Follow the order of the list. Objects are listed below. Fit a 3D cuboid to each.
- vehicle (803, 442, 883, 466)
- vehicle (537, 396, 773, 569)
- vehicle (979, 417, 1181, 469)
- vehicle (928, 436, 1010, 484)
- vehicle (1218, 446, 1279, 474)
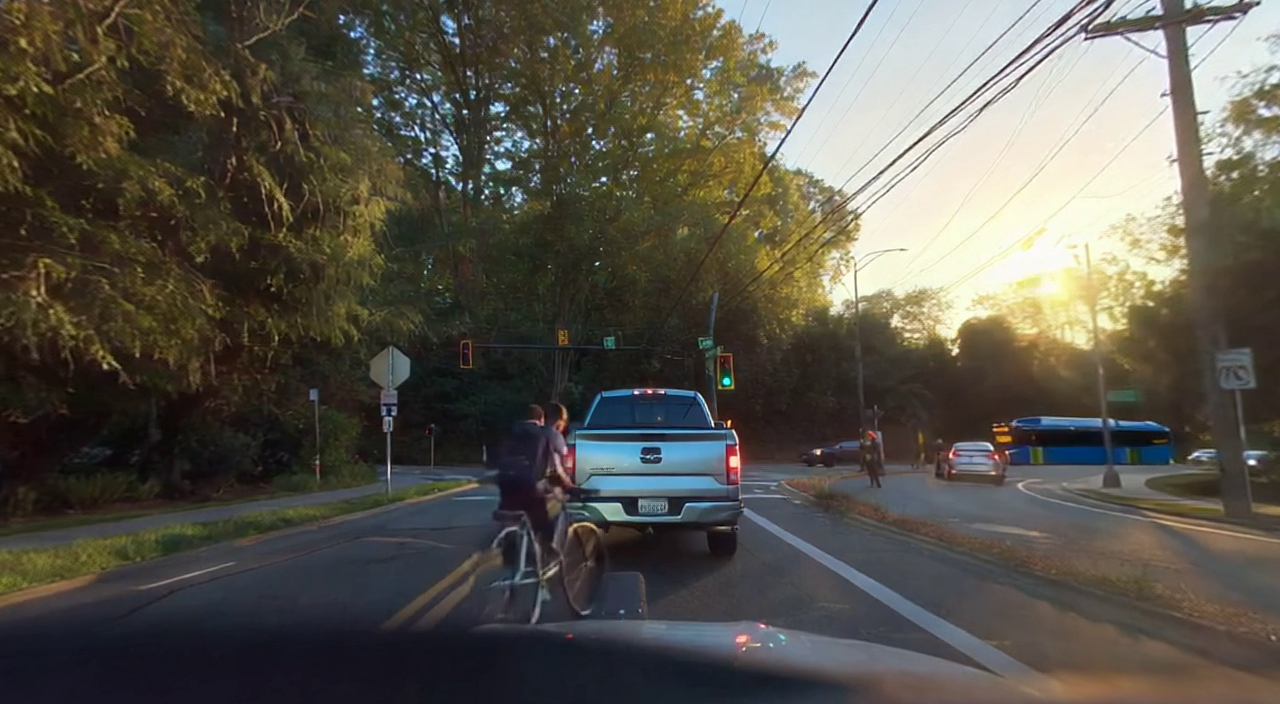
[{"bbox_3d":[13.202,6.668,41.324,4.578,1.490,1.935,-1,-8,1],"label":"vehicle"},{"bbox_3d":[0.126,1.905,10.112,2.707,1.964,5.485,0,-8,-1],"label":"vehicle"},{"bbox_3d":[28.515,5.949,41.312,10.726,3.128,3.003,-1,-8,1],"label":"vehicle"},{"bbox_3d":[11.675,3.740,22.244,2.060,1.496,4.520,-6,-10,32],"label":"vehicle"},{"bbox_3d":[41.431,7.013,41.260,5.426,1.728,1.999,0,-8,-2],"label":"vehicle"}]
